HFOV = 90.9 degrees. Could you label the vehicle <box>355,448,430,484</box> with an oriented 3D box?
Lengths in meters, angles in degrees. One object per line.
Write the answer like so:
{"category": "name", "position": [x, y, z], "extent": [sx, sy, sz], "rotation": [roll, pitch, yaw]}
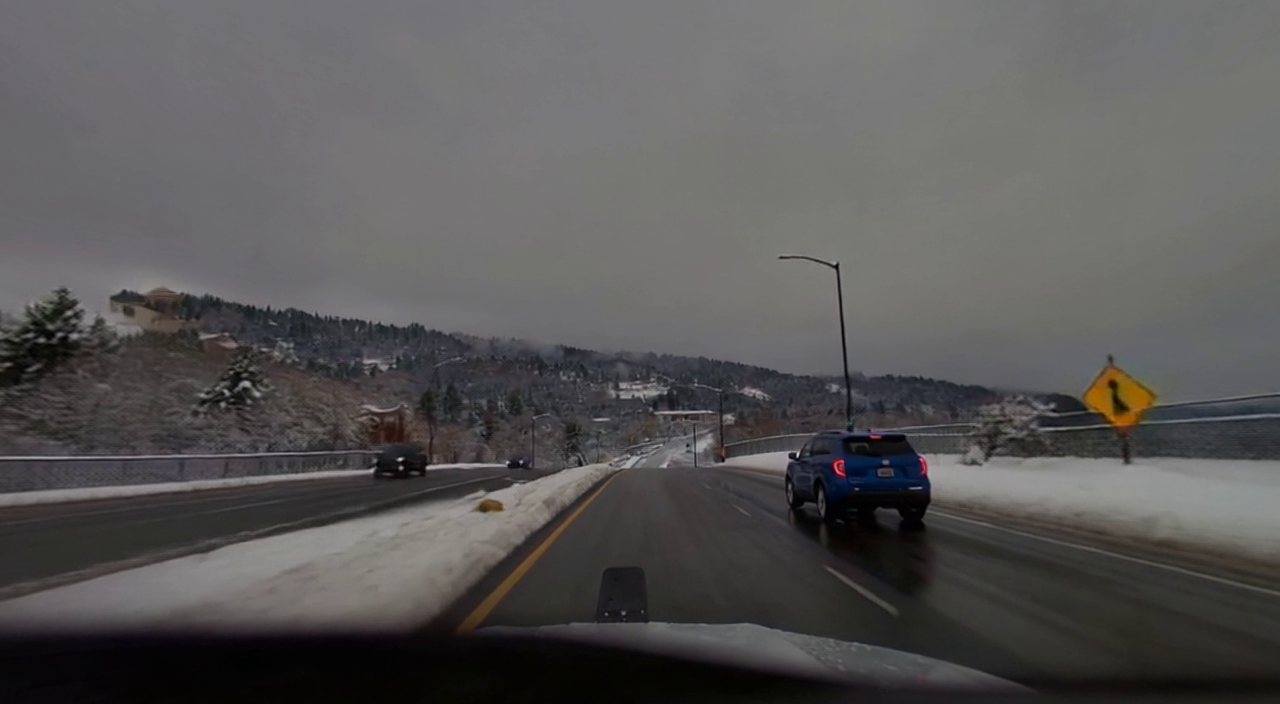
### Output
{"category": "vehicle", "position": [-13.779, 6.342, 35.490], "extent": [2.148, 1.850, 4.835], "rotation": [0, -8, 1]}

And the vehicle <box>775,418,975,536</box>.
{"category": "vehicle", "position": [3.938, 2.160, 11.536], "extent": [1.989, 1.730, 4.324], "rotation": [0, -8, 0]}
